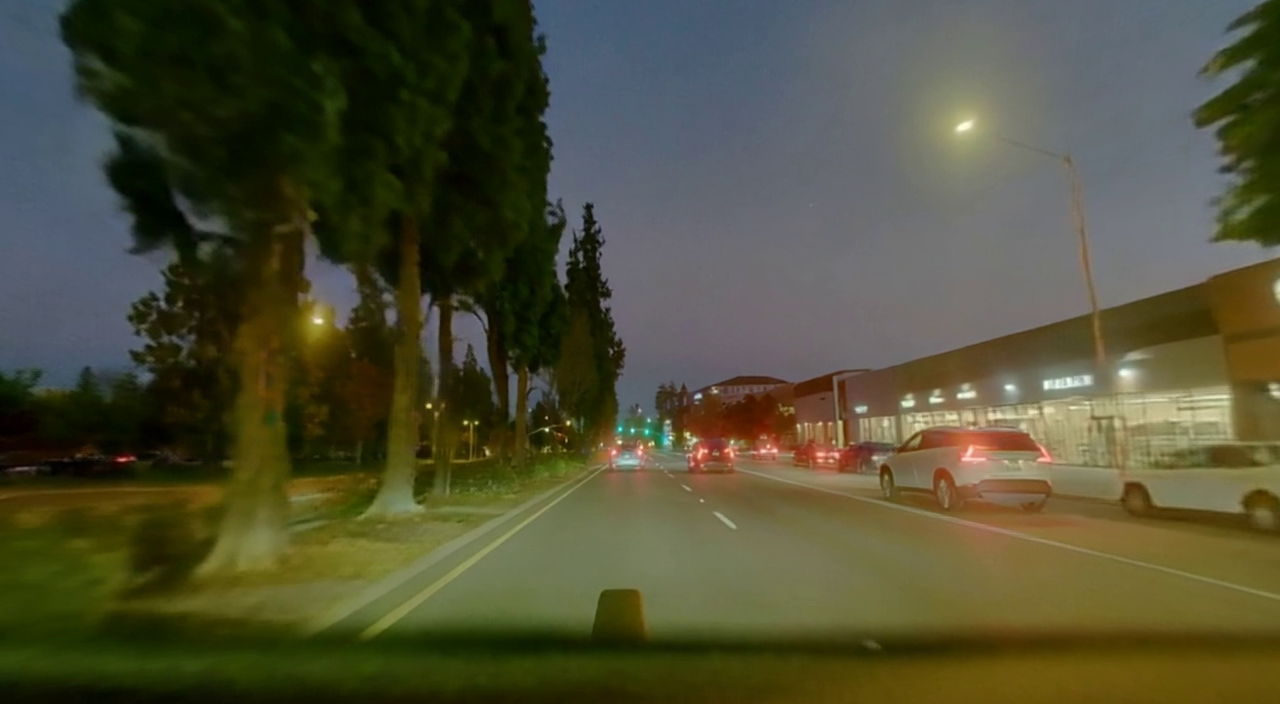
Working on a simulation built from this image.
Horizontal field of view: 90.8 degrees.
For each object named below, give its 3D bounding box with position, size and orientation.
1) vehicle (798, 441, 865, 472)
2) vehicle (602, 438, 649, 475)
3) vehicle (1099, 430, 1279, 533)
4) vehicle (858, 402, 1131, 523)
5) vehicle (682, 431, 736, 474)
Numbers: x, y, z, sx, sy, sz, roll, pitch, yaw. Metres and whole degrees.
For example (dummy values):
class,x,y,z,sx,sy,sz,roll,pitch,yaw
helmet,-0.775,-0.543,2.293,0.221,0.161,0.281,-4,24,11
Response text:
class,x,y,z,sx,sy,sz,roll,pitch,yaw
vehicle,10.095,5.528,33.685,1.898,1.475,4.860,0,-8,-2
vehicle,-0.657,4.874,29.689,2.037,1.568,3.693,0,-8,0
vehicle,10.176,2.024,10.262,1.970,1.470,4.602,0,-8,0
vehicle,6.651,2.170,12.964,2.240,1.923,5.678,0,-8,-1
vehicle,3.150,4.711,29.758,1.955,1.845,4.538,0,-8,-1
